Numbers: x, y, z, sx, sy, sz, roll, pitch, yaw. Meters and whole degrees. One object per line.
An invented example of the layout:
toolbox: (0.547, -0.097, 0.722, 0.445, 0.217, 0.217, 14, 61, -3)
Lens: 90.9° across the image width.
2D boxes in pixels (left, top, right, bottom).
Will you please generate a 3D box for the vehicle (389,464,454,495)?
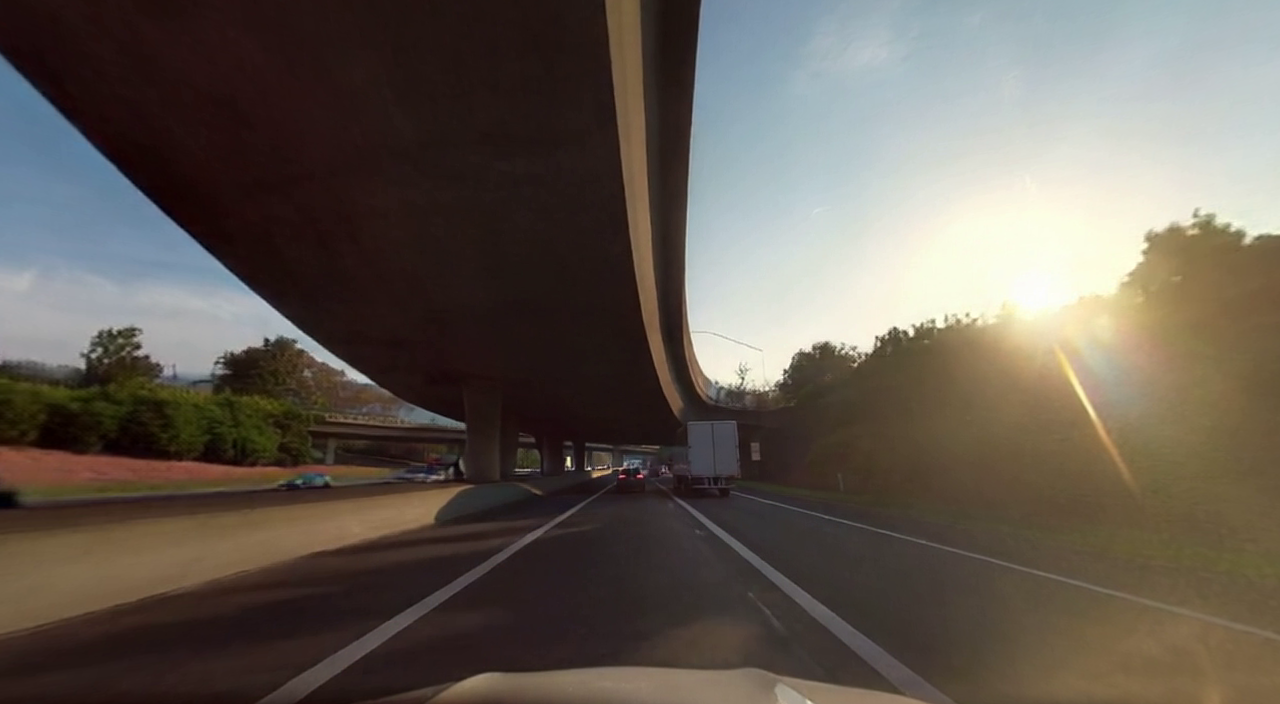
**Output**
vehicle: (-12.711, 7.449, 37.061, 2.035, 1.634, 4.727, 1, -10, 1)

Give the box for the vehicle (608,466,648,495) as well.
vehicle: (-0.644, 6.970, 34.255, 2.010, 1.436, 3.973, 1, -10, -1)

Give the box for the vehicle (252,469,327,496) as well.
vehicle: (-20.460, 7.618, 36.993, 1.808, 1.473, 4.416, 1, -10, 1)

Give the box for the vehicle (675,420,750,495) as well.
vehicle: (4.349, 7.055, 41.665, 3.218, 4.001, 14.492, 1, -10, 0)
